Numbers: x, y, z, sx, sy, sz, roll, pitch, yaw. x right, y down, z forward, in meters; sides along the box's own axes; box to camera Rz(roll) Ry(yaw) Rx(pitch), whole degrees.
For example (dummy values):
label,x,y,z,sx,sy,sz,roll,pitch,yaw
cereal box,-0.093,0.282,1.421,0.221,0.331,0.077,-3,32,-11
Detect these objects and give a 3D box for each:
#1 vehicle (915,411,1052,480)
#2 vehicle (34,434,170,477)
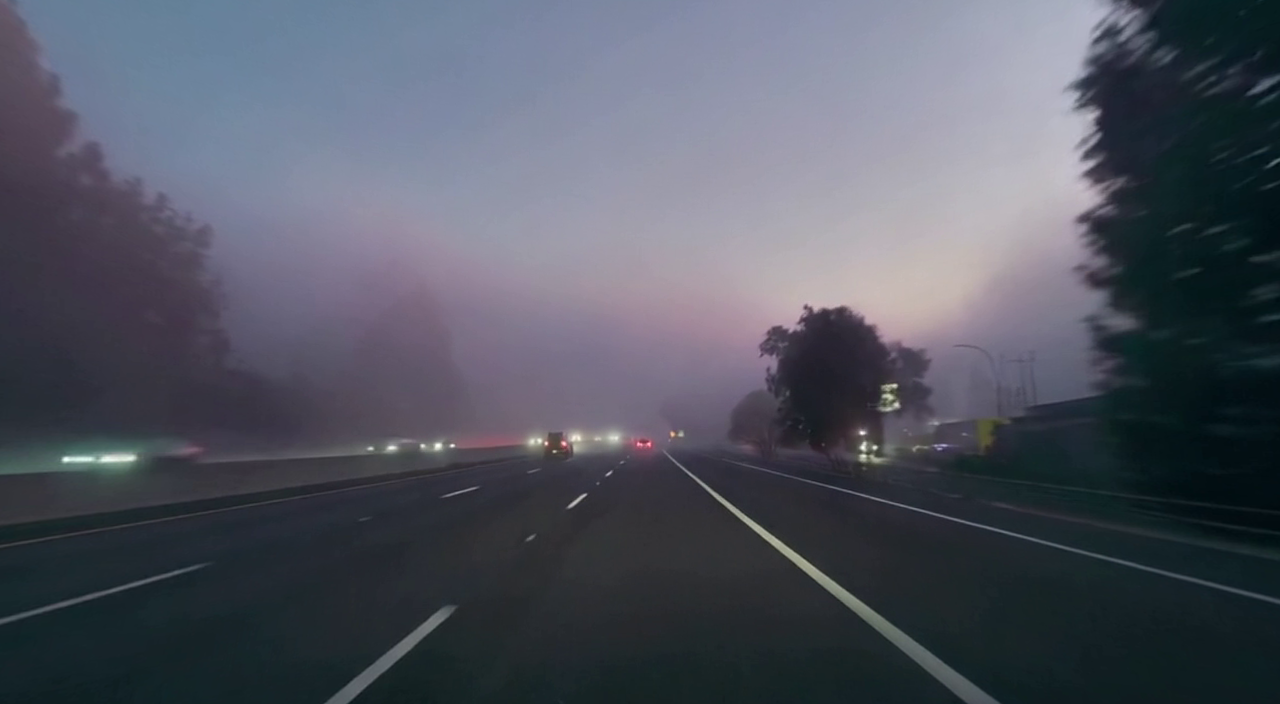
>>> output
label,x,y,z,sx,sy,sz,roll,pitch,yaw
vehicle,18.870,5.129,35.333,3.098,3.410,7.172,0,-7,-5
vehicle,-18.650,3.591,22.057,1.668,1.388,3.393,0,-8,1
